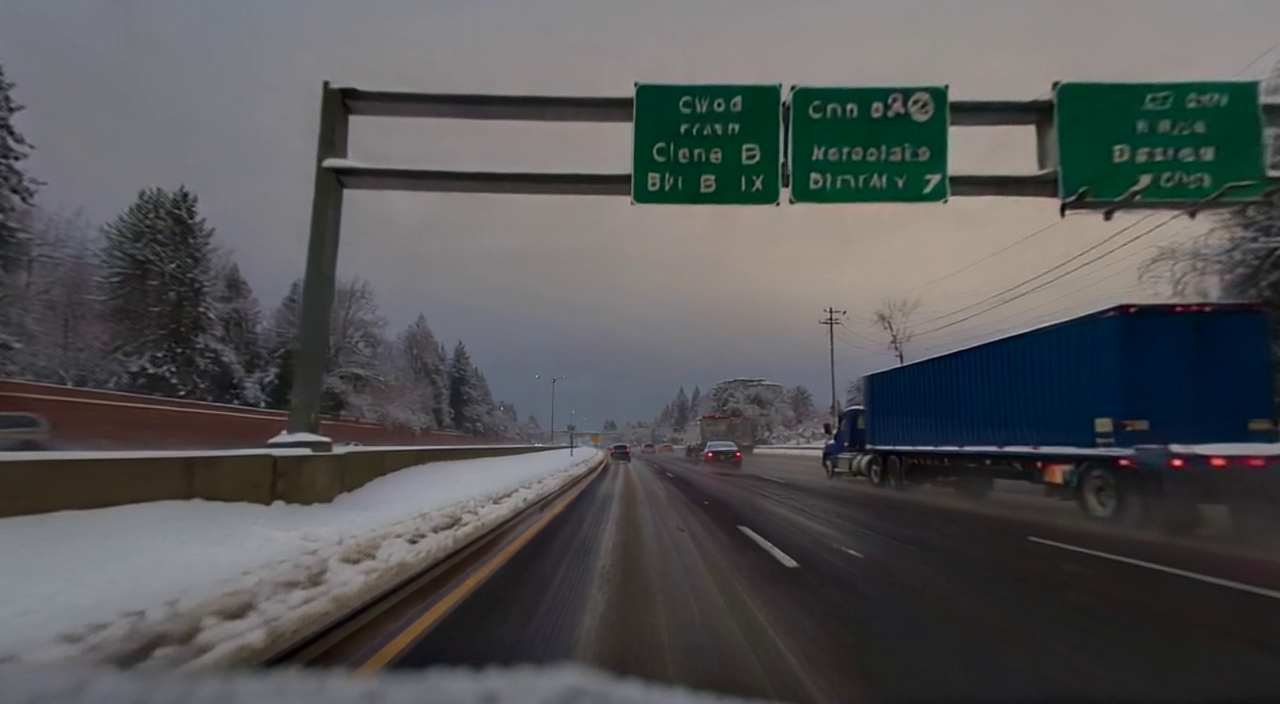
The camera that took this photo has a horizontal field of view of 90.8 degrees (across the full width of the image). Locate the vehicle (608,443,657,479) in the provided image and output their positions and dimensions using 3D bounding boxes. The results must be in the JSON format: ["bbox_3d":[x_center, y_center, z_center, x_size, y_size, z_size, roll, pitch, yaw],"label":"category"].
[{"bbox_3d":[-0.380,4.877,28.596,2.083,1.477,3.965,0,-9,-2],"label":"vehicle"}]

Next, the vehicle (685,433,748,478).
[{"bbox_3d":[3.365,4.709,28.863,2.114,1.849,4.692,0,-9,-2],"label":"vehicle"}]

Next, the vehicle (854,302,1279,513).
[{"bbox_3d":[11.083,2.187,20.074,2.914,4.134,15.553,0,-9,-1],"label":"vehicle"}]
